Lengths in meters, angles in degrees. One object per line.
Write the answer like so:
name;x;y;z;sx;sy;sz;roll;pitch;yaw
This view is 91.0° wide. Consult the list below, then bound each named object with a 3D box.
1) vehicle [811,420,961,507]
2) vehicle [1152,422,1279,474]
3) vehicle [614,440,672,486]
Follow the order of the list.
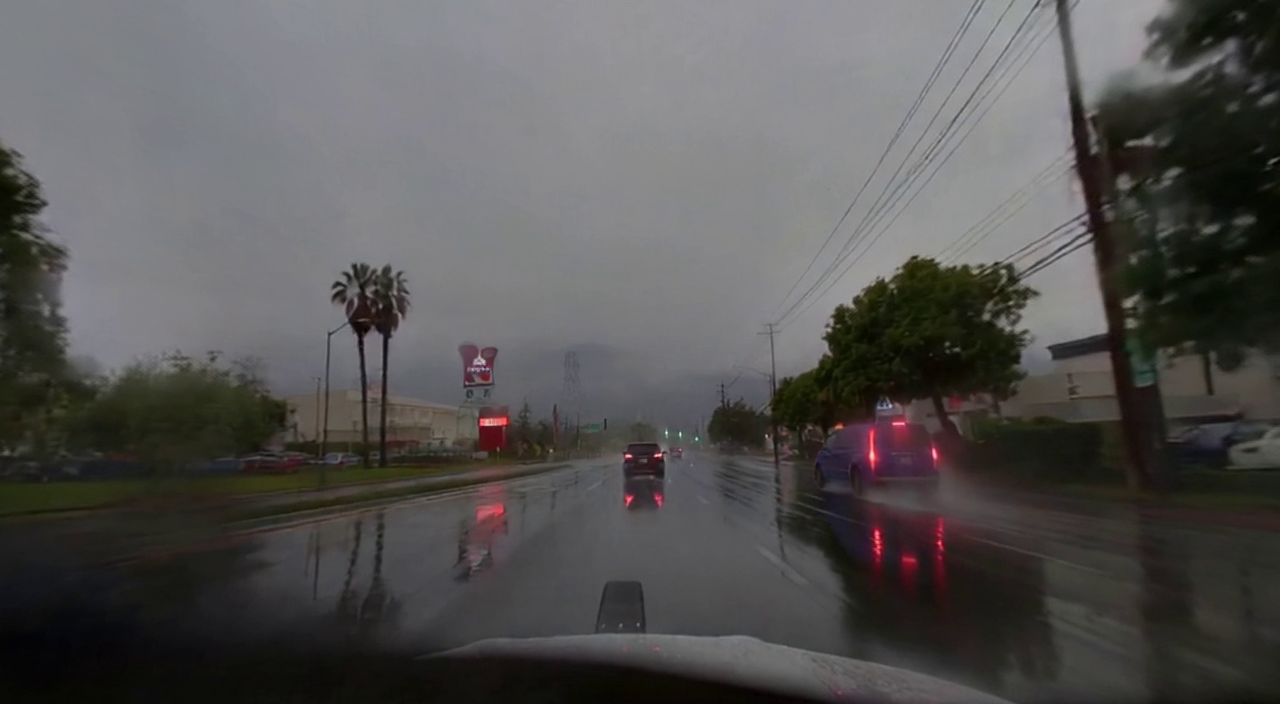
vehicle;6.131;2.838;16.409;2.107;1.928;4.471;0;-9;0
vehicle;20.232;3.180;20.832;4.608;1.624;2.063;0;-9;3
vehicle;0.159;4.404;25.236;2.138;1.672;4.168;0;-9;1
